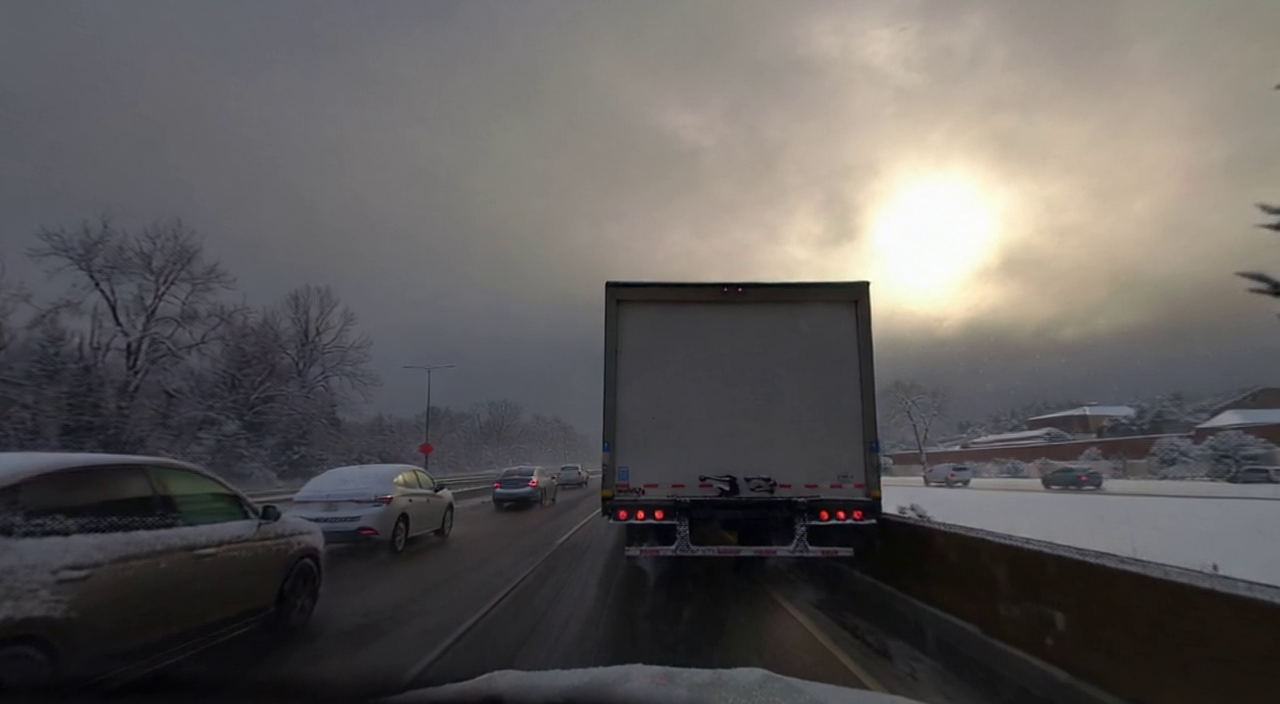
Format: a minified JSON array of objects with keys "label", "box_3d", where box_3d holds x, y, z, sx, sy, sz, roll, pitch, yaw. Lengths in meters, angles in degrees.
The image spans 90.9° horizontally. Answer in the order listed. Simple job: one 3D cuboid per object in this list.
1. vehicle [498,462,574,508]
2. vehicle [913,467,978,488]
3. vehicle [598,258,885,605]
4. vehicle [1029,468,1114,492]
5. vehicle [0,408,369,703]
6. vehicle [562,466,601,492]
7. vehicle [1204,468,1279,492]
[{"label":"vehicle","box_3d":[-3.743,4.885,23.439,1.964,1.482,4.371,0,-11,1]},{"label":"vehicle","box_3d":[22.786,9.320,46.947,4.107,1.485,1.796,-6,-12,30]},{"label":"vehicle","box_3d":[0.922,1.537,10.779,2.831,3.529,8.689,1,-11,-1]},{"label":"vehicle","box_3d":[29.028,8.614,42.545,4.299,1.465,1.807,-3,-11,17]},{"label":"vehicle","box_3d":[-3.494,1.133,3.302,1.983,1.509,4.679,0,-11,1]},{"label":"vehicle","box_3d":[-3.439,7.535,37.552,1.867,1.418,3.670,0,-11,2]},{"label":"vehicle","box_3d":[39.717,8.371,41.141,3.974,1.485,1.709,0,-11,1]}]
